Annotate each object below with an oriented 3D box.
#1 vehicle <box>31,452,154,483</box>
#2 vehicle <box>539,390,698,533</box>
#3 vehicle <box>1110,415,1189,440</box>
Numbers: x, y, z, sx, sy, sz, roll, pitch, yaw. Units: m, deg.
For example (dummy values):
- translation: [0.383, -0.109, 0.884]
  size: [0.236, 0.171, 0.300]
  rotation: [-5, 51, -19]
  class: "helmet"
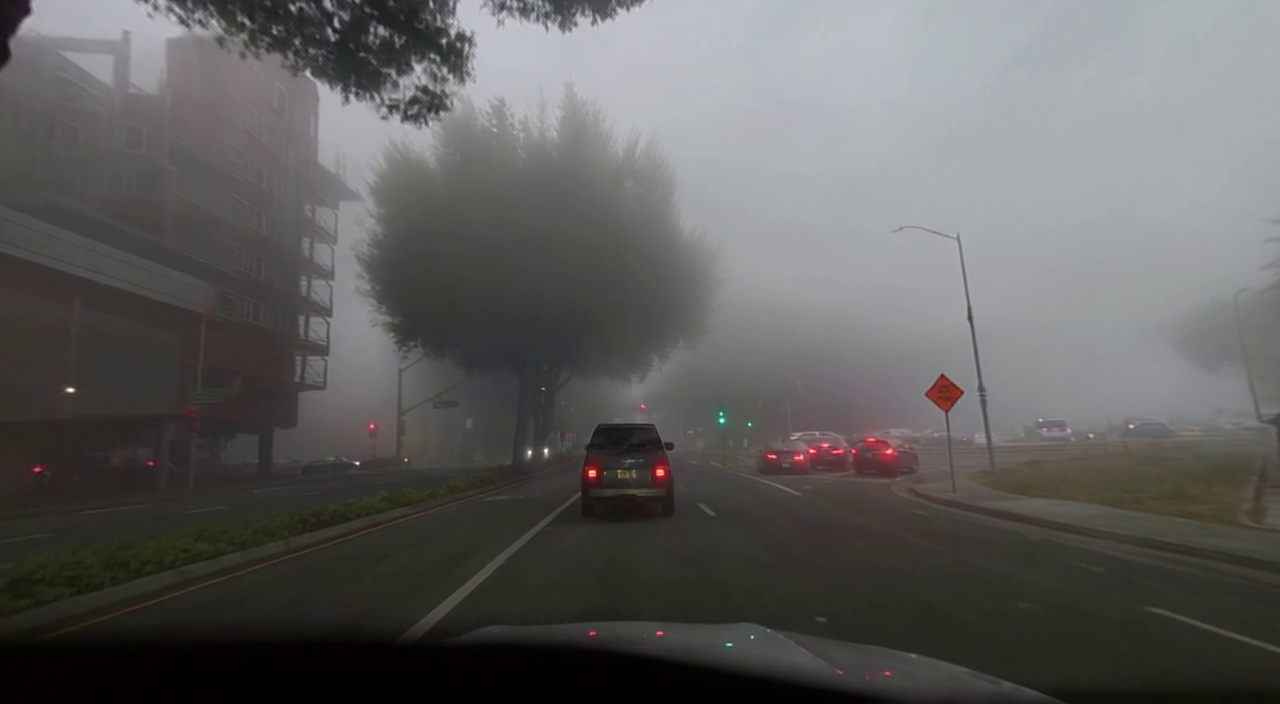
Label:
- translation: [-36.164, 7.604, 41.724]
  size: [5.755, 1.945, 2.403]
  rotation: [0, -9, -1]
  class: "vehicle"
- translation: [-0.454, 2.054, 12.348]
  size: [2.350, 2.122, 5.801]
  rotation: [0, -8, -3]
  class: "vehicle"
- translation: [39.390, 5.843, 48.832]
  size: [4.556, 1.639, 2.002]
  rotation: [-2, -8, 34]
  class: "vehicle"
